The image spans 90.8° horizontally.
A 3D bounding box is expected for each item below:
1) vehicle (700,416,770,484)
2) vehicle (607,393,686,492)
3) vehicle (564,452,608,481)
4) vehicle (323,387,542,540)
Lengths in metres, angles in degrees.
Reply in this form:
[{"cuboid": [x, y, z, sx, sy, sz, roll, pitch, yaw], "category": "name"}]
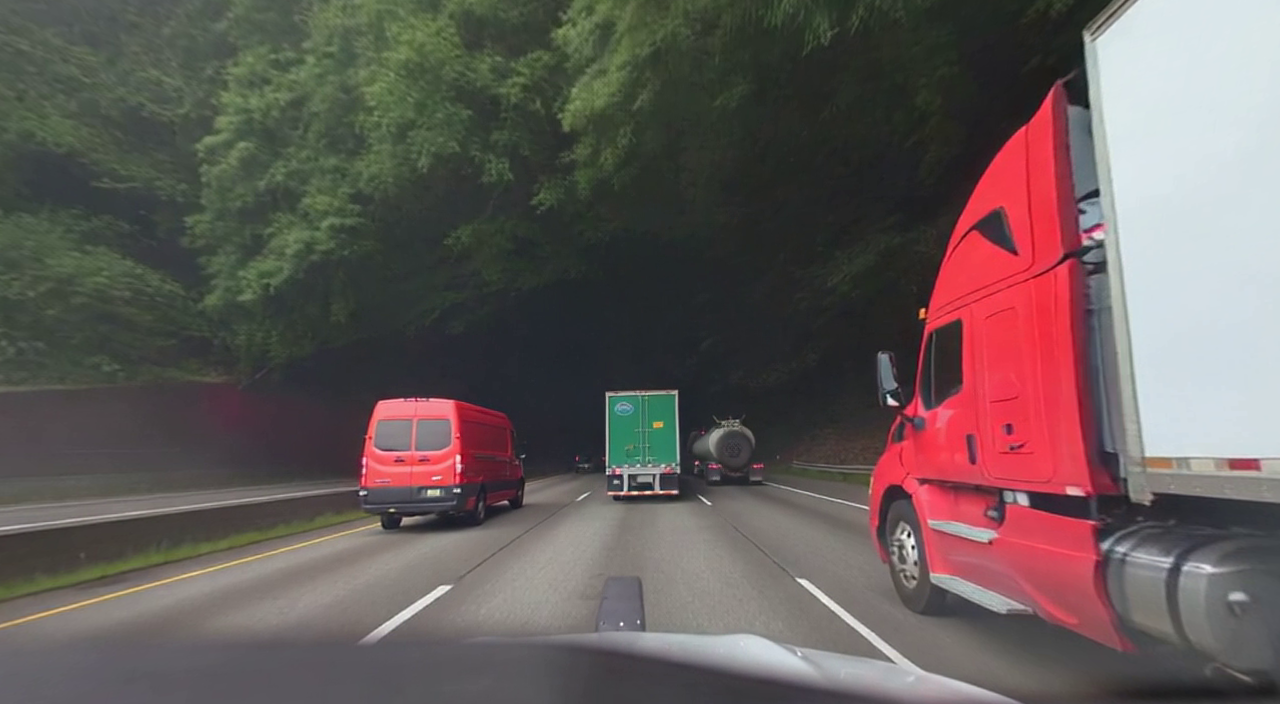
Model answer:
[{"cuboid": [5.514, 6.010, 38.740, 2.706, 3.500, 11.483, 0, -9, 1], "category": "vehicle"}, {"cuboid": [0.105, 3.930, 26.778, 2.773, 3.455, 9.118, 0, -10, -1], "category": "vehicle"}, {"cuboid": [-3.229, 6.940, 38.525, 2.134, 1.652, 4.439, 0, -9, 3], "category": "vehicle"}, {"cuboid": [-3.999, 2.370, 13.877, 2.525, 2.572, 6.260, 0, -9, 1], "category": "vehicle"}]
